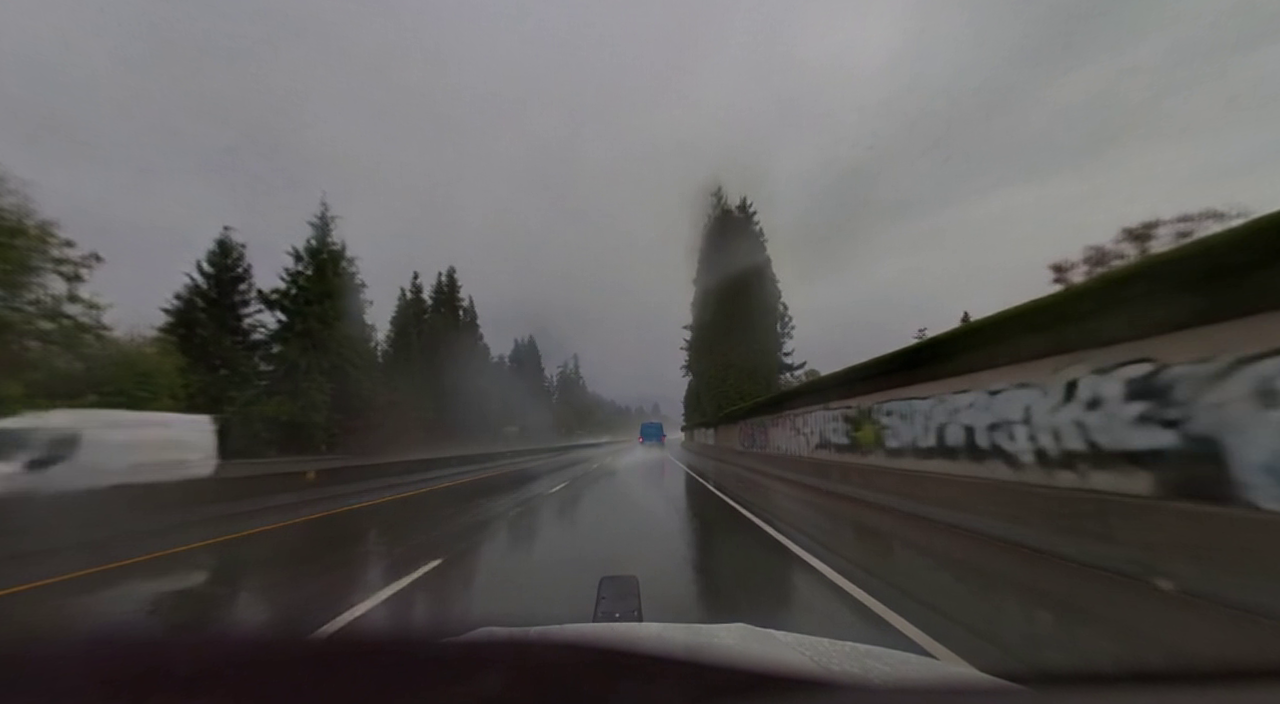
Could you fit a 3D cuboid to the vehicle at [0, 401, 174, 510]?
[{"bbox_3d":[-14.507,2.461,15.313,2.452,2.234,5.008,0,-8,0],"label":"vehicle"}]
